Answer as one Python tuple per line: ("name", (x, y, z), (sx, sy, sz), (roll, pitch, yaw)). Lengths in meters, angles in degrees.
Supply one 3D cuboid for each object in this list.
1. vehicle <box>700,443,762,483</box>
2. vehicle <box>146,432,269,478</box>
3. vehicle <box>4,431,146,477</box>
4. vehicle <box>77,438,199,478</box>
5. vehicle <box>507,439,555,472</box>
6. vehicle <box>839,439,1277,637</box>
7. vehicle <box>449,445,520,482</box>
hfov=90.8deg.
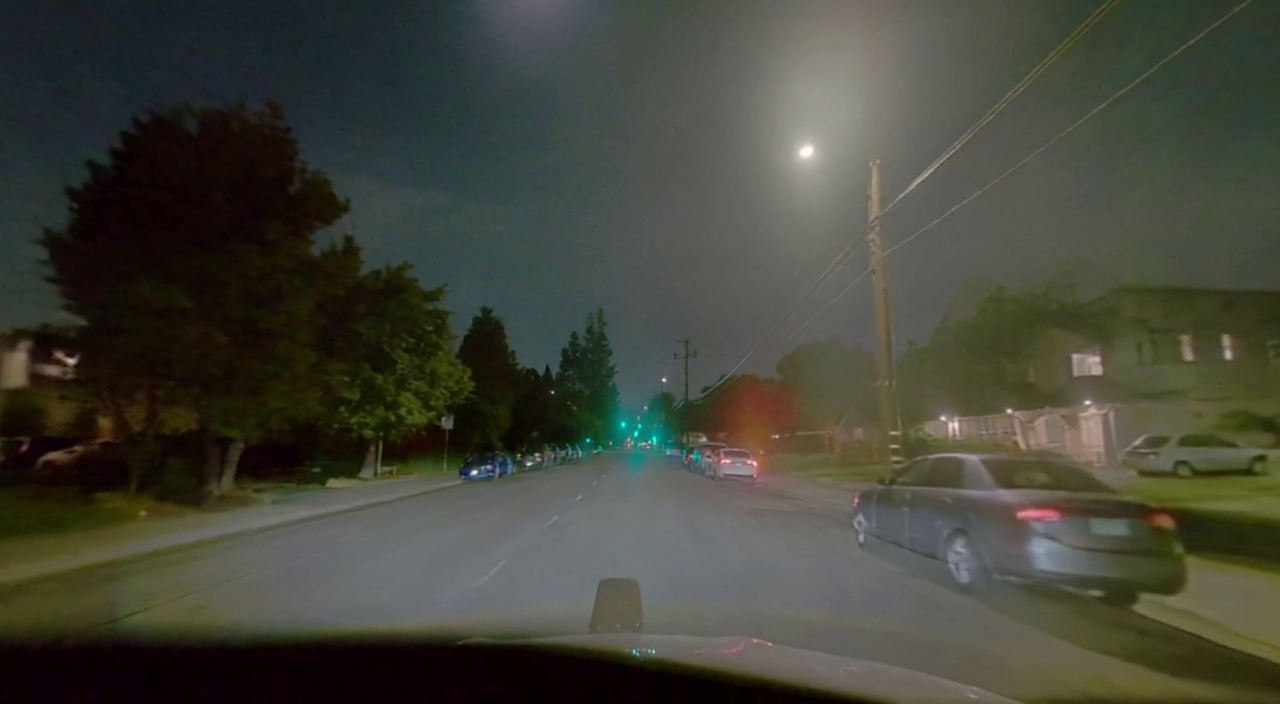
("vehicle", (3.548, 4.410, 25.401), (1.763, 1.432, 4.323), (0, -9, -1))
("vehicle", (-17.949, 4.290, 26.557), (1.925, 1.750, 4.489), (0, -9, 0))
("vehicle", (-23.235, 4.212, 26.243), (1.879, 1.761, 4.199), (0, -9, 1))
("vehicle", (-20.346, 4.291, 25.845), (1.791, 1.500, 3.846), (0, -9, 1))
("vehicle", (-6.490, 6.207, 38.076), (2.031, 1.799, 4.587), (0, -9, 0))
("vehicle", (3.757, 1.687, 6.759), (1.782, 1.439, 4.037), (0, -9, -3))
("vehicle", (-6.599, 4.766, 27.302), (2.031, 1.454, 4.410), (0, -9, -1))
